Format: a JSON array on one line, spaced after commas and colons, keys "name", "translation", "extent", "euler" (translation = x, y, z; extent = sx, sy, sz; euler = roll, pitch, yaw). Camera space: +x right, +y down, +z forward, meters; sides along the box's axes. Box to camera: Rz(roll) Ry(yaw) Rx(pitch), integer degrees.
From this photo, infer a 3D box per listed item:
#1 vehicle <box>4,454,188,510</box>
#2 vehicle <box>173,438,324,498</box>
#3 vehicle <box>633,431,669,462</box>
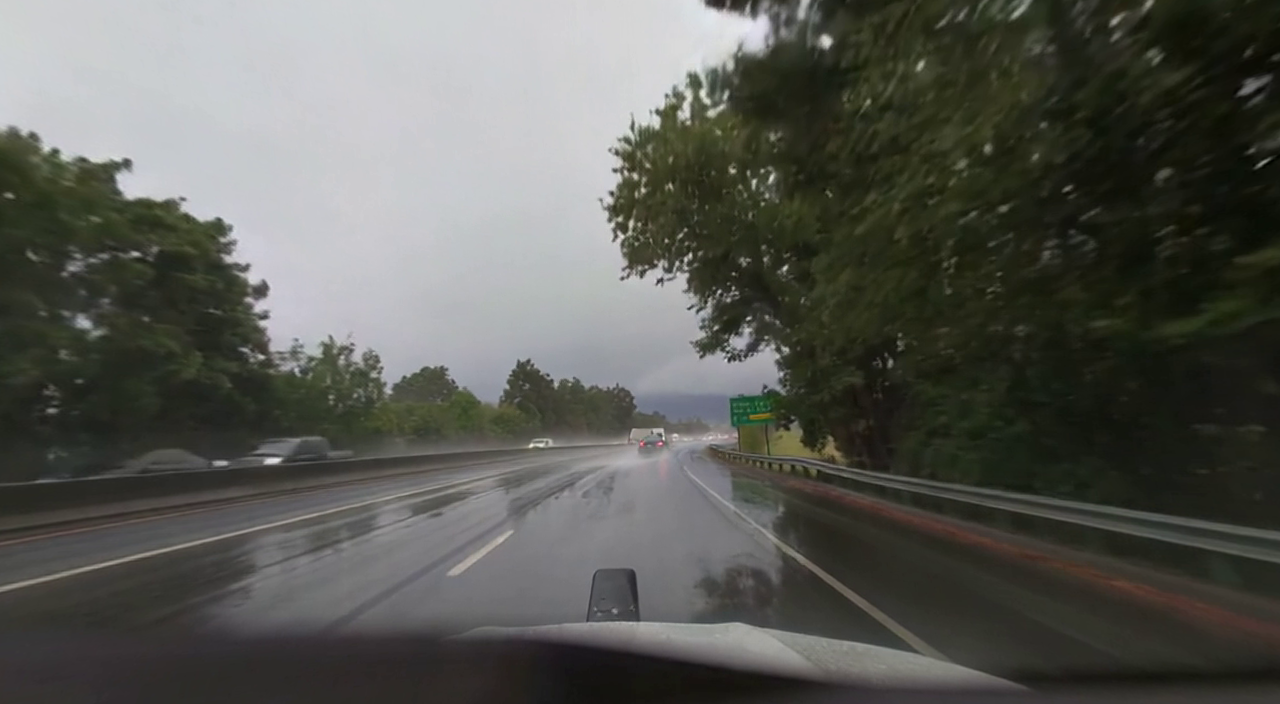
[{"name": "vehicle", "translation": [-17.111, 4.065, 20.186], "extent": [1.863, 1.465, 4.531], "euler": [0, -8, 0]}, {"name": "vehicle", "translation": [-13.465, 3.970, 22.111], "extent": [2.094, 1.856, 4.800], "euler": [-1, -8, 1]}, {"name": "vehicle", "translation": [0.729, 6.013, 40.120], "extent": [2.188, 1.825, 4.282], "euler": [-1, -8, 2]}]
